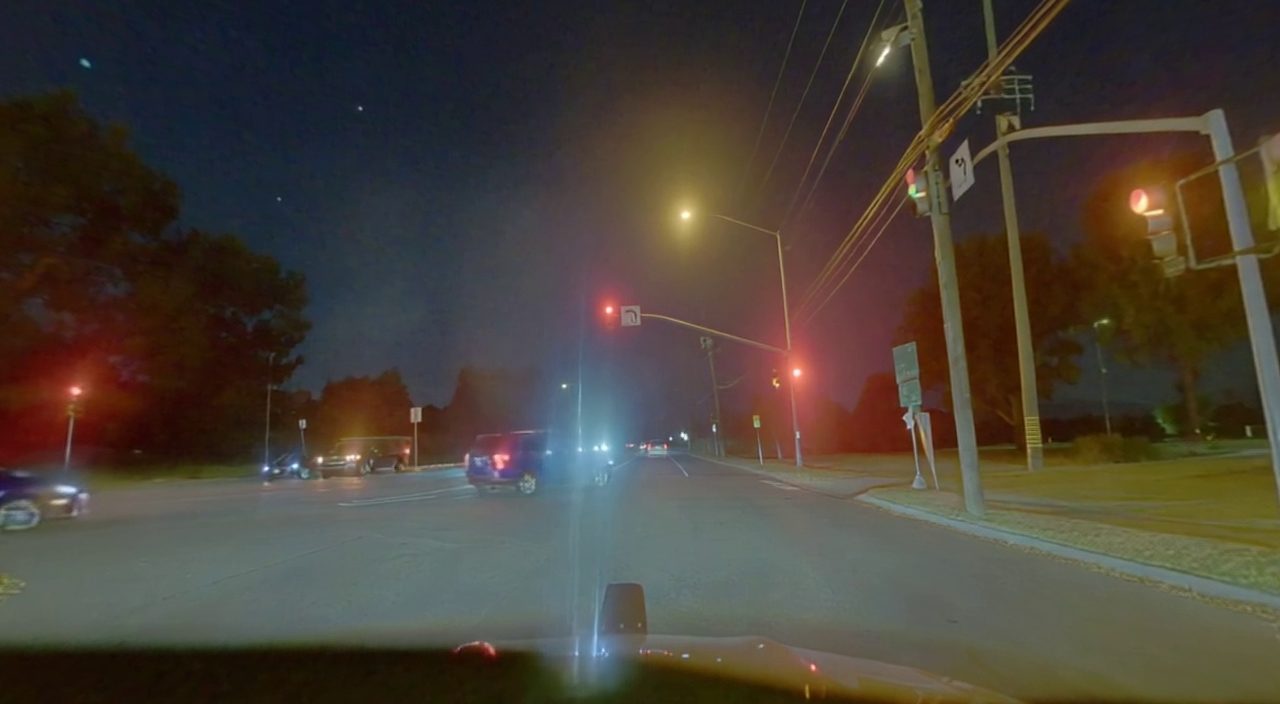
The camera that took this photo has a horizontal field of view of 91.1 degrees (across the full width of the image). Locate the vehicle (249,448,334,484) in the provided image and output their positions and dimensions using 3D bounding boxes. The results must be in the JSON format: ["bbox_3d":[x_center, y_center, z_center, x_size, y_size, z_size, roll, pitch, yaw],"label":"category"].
[{"bbox_3d":[-17.110,5.596,31.054,1.942,1.477,3.957,-4,-9,0],"label":"vehicle"}]

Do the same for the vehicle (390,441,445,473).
[{"bbox_3d":[-13.247,6.298,37.621,1.772,1.647,4.221,-4,-9,0],"label":"vehicle"}]

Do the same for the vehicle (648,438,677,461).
[{"bbox_3d":[1.685,7.474,48.183,2.051,1.666,4.607,0,-8,1],"label":"vehicle"}]

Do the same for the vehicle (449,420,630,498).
[{"bbox_3d":[-2.791,3.214,19.316,2.137,1.986,5.930,-5,-10,30],"label":"vehicle"}]

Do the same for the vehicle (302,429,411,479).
[{"bbox_3d":[-13.137,4.762,29.614,2.350,2.104,5.828,0,-8,1],"label":"vehicle"}]
